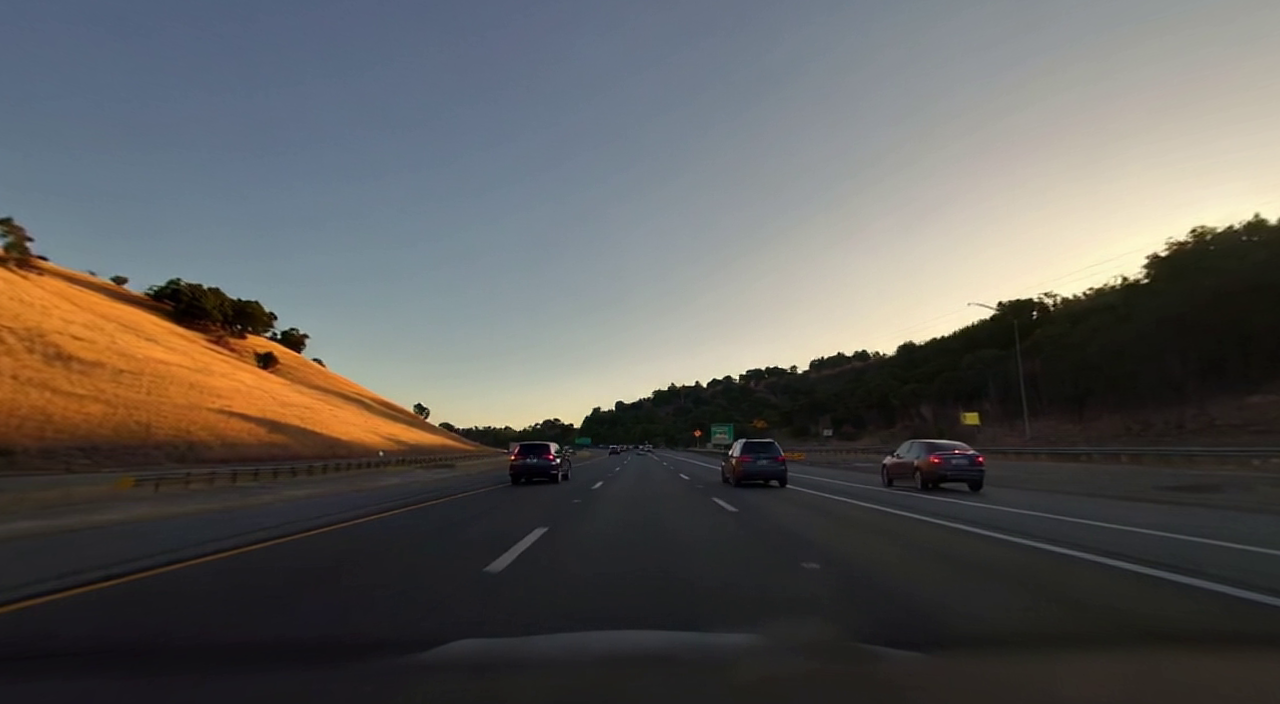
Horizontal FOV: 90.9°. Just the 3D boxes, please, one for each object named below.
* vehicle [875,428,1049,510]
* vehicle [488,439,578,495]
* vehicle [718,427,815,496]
[{"bbox_3d":[7.679,2.802,15.632,1.998,1.717,4.338,0,-8,0],"label":"vehicle"},{"bbox_3d":[-3.476,3.831,21.443,2.166,1.672,4.388,-1,-8,2],"label":"vehicle"},{"bbox_3d":[3.924,3.488,20.521,2.121,1.925,5.056,0,-8,0],"label":"vehicle"}]
